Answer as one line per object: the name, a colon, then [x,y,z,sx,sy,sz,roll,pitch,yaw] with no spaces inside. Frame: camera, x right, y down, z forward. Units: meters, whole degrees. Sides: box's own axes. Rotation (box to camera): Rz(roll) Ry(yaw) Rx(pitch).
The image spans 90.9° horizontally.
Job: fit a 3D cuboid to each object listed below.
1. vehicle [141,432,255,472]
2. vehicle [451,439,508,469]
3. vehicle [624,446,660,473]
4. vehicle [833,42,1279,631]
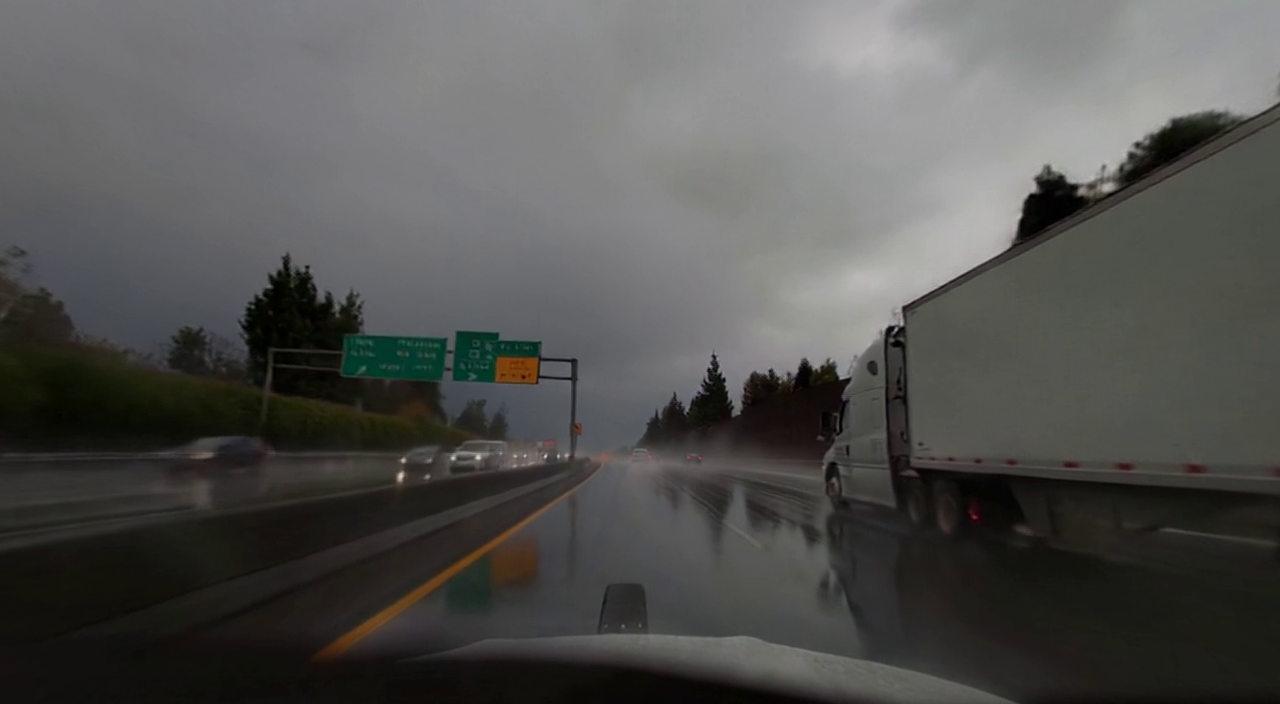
vehicle: [-19.481,4.446,28.066,1.892,1.628,4.423,0,-9,-1]
vehicle: [-8.618,5.555,34.249,1.932,1.501,4.607,0,-9,-1]
vehicle: [0.160,6.651,39.098,2.111,1.599,3.859,0,-9,1]
vehicle: [5.944,0.454,7.944,2.890,4.006,14.039,0,-9,1]
